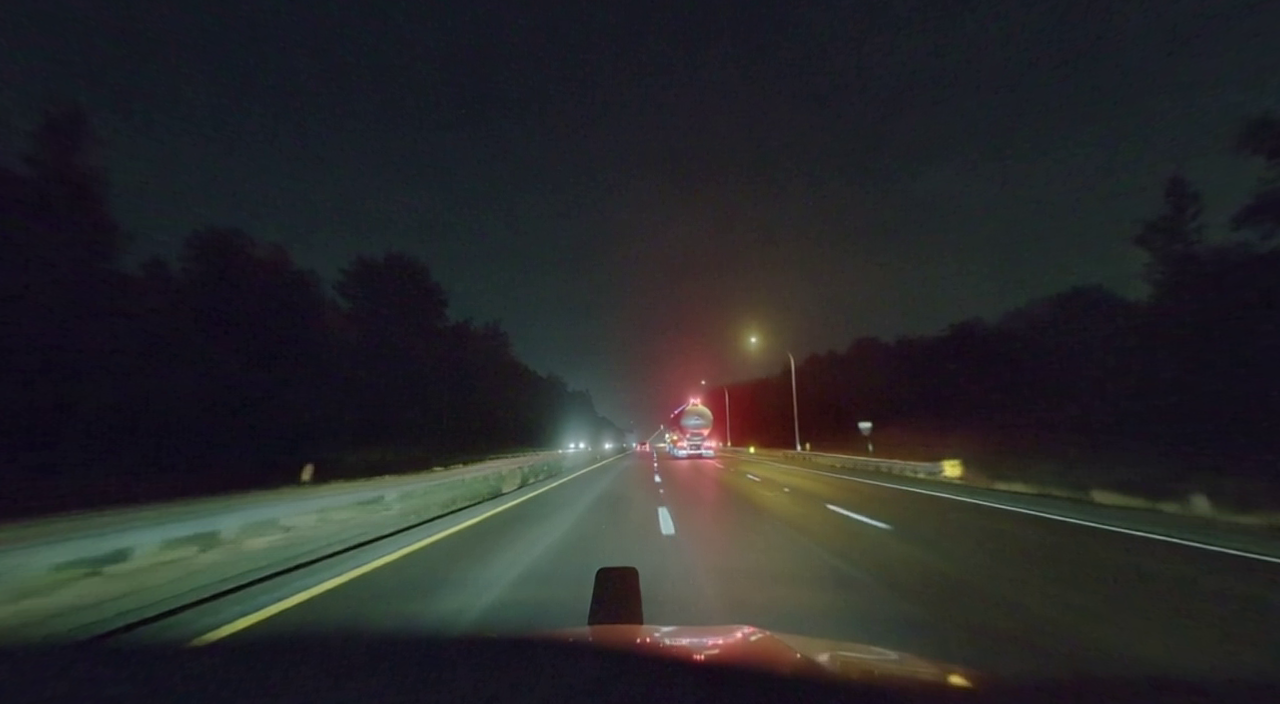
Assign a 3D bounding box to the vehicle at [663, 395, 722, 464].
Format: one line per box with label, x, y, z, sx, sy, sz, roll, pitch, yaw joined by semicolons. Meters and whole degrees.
vehicle;3.059;5.034;40.157;2.946;3.745;11.516;0;-8;1
